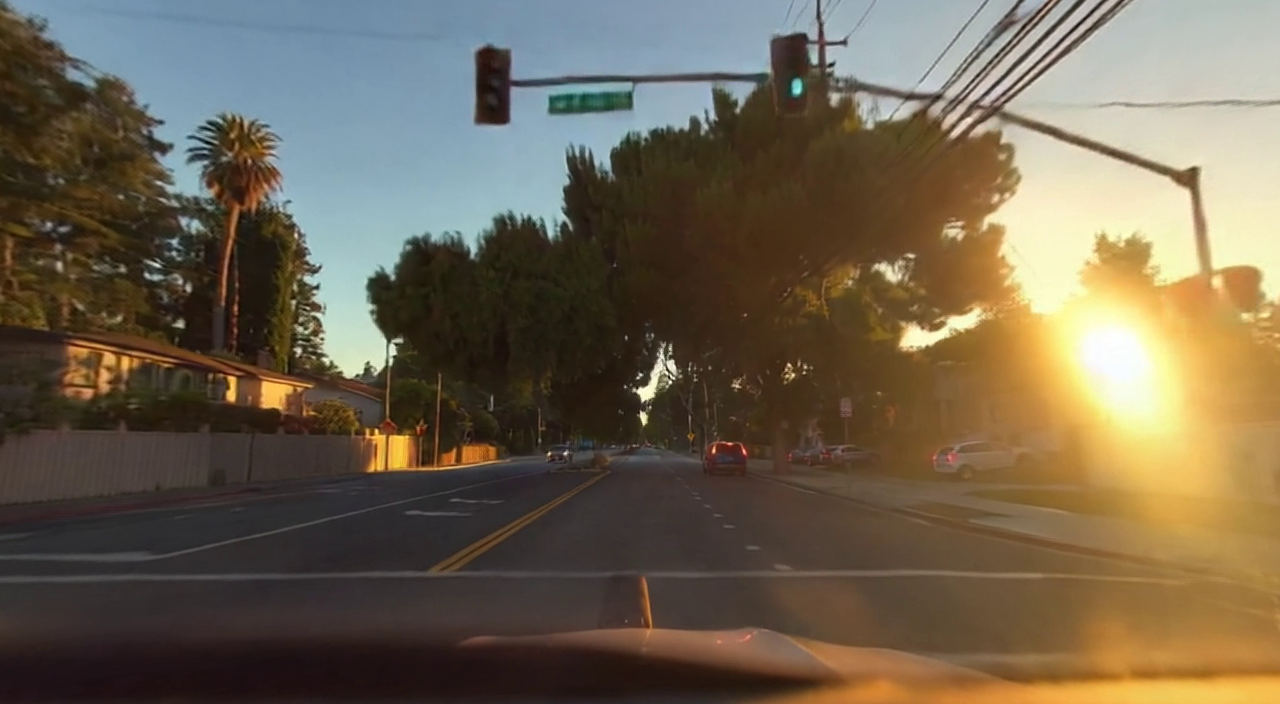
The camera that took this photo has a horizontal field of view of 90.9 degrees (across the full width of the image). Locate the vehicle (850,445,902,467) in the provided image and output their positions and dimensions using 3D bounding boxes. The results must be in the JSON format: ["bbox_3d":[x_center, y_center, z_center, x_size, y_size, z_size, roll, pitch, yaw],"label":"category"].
[{"bbox_3d":[16.185,7.146,43.532,1.747,1.405,4.372,0,-9,-2],"label":"vehicle"}]

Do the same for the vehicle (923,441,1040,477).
[{"bbox_3d":[15.411,4.826,28.616,4.135,1.558,1.929,0,-8,2],"label":"vehicle"}]

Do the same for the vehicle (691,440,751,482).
[{"bbox_3d":[3.762,5.174,30.186,2.144,1.843,4.827,0,-9,-1],"label":"vehicle"}]

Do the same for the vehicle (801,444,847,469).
[{"bbox_3d":[12.469,7.106,43.024,1.970,1.561,4.725,-1,-9,3],"label":"vehicle"}]
